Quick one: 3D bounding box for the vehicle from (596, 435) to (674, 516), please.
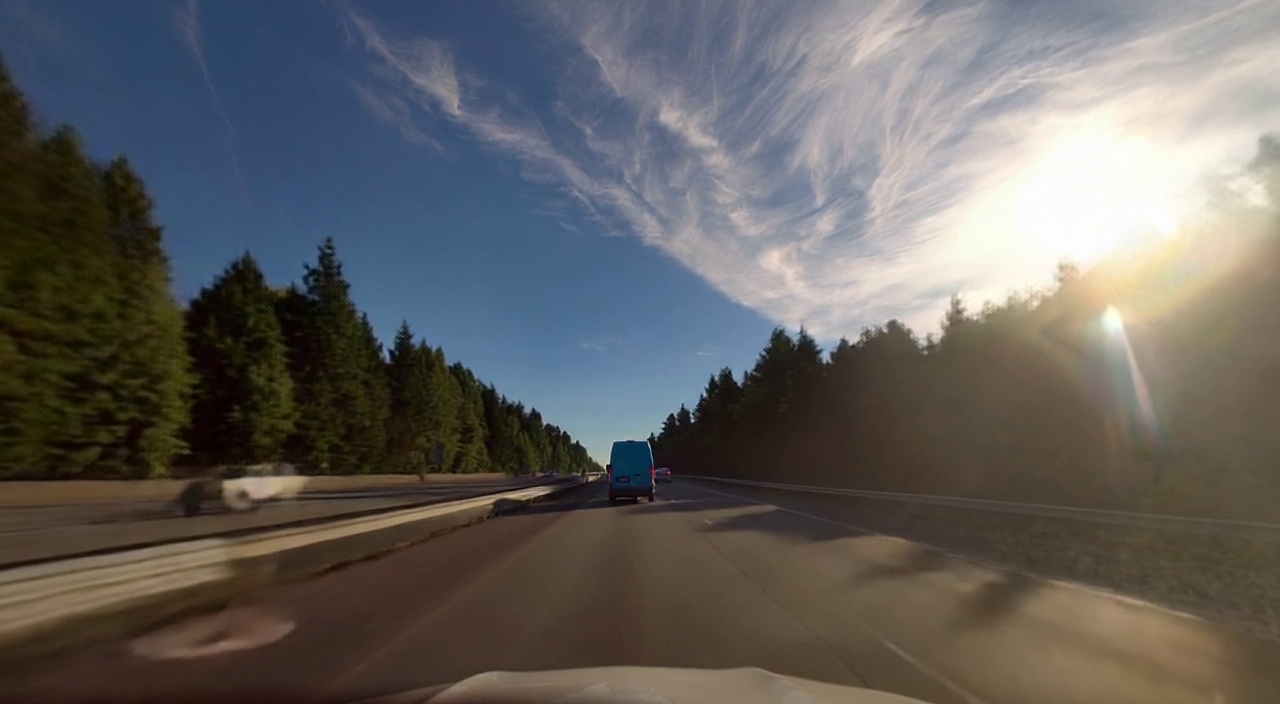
[{"bbox_3d":[-0.268,4.355,22.503,2.375,2.432,6.161,1,-10,-2],"label":"vehicle"}]
